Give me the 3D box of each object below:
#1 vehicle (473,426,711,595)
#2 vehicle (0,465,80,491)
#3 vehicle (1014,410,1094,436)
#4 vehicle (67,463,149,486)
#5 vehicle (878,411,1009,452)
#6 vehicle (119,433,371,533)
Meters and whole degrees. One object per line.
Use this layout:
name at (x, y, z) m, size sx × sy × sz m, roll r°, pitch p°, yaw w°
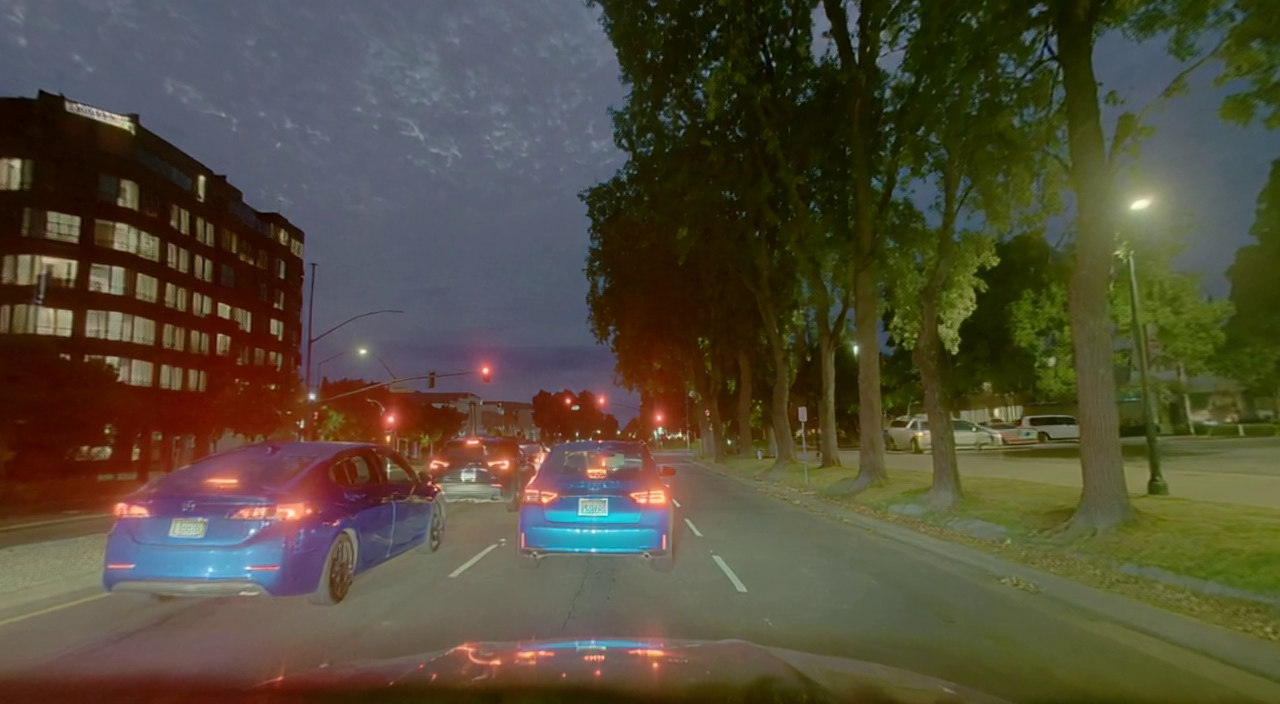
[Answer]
vehicle at (-0.415, 1.708, 7.633) m, size 2.104 × 1.472 × 3.946 m, roll 0°, pitch -9°, yaw 0°
vehicle at (-36.616, 7.553, 37.954) m, size 4.093 × 1.440 × 1.804 m, roll 0°, pitch -9°, yaw -2°
vehicle at (30.301, 5.255, 46.420) m, size 4.627 × 1.671 × 1.929 m, roll -5°, pitch -10°, yaw 29°
vehicle at (-36.418, 8.393, 43.290) m, size 3.918 × 1.423 × 1.861 m, roll -1°, pitch -9°, yaw 2°
vehicle at (13.931, 3.700, 29.221) m, size 4.975 × 1.809 × 1.956 m, roll 0°, pitch -9°, yaw 1°
vehicle at (-7.275, 2.433, 12.344) m, size 2.096 × 1.593 × 4.288 m, roll 0°, pitch -9°, yaw 0°
